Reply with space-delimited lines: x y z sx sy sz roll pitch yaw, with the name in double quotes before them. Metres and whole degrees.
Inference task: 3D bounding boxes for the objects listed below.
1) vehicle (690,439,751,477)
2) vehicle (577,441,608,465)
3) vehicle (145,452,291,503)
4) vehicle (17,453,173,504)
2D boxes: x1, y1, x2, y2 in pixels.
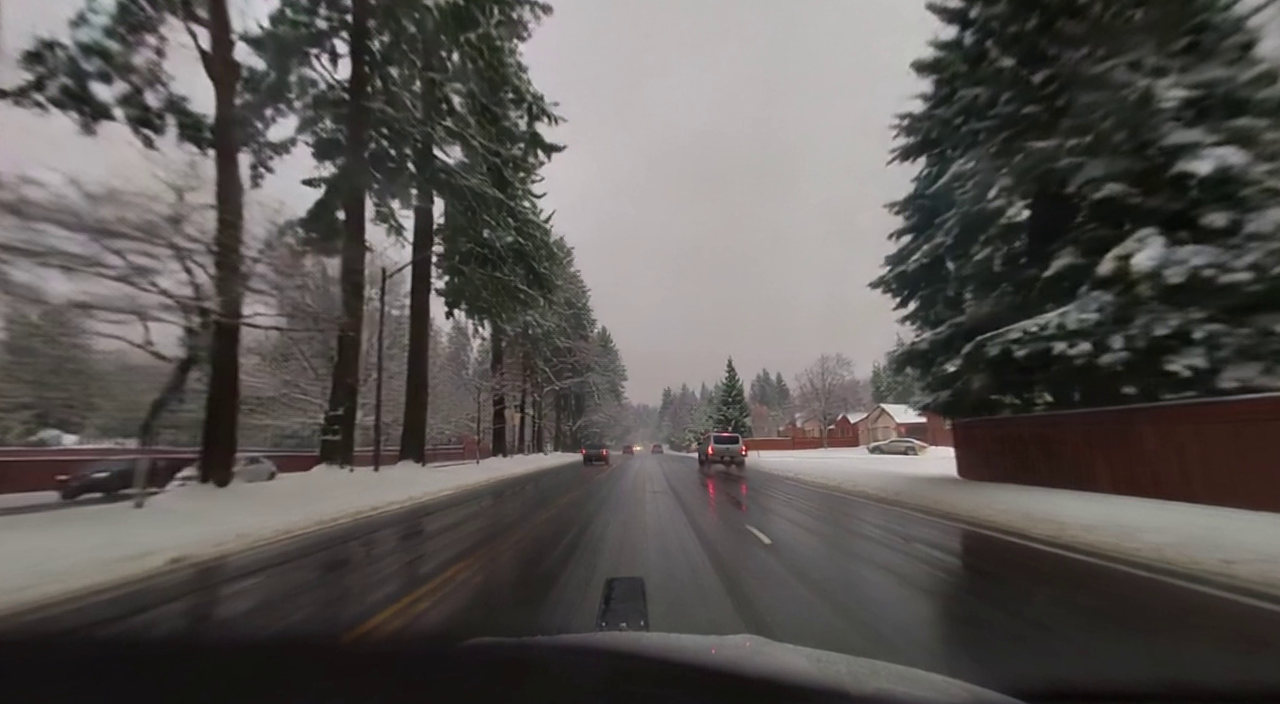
"vehicle" 3.820 5.131 30.774 2.321 1.695 5.037 0 -8 0
"vehicle" -3.577 7.643 47.977 2.002 1.747 4.728 0 -8 0
"vehicle" -14.128 4.196 21.507 1.892 1.480 4.467 0 -8 0
"vehicle" -21.693 4.995 25.423 1.990 1.787 4.709 0 -8 0
